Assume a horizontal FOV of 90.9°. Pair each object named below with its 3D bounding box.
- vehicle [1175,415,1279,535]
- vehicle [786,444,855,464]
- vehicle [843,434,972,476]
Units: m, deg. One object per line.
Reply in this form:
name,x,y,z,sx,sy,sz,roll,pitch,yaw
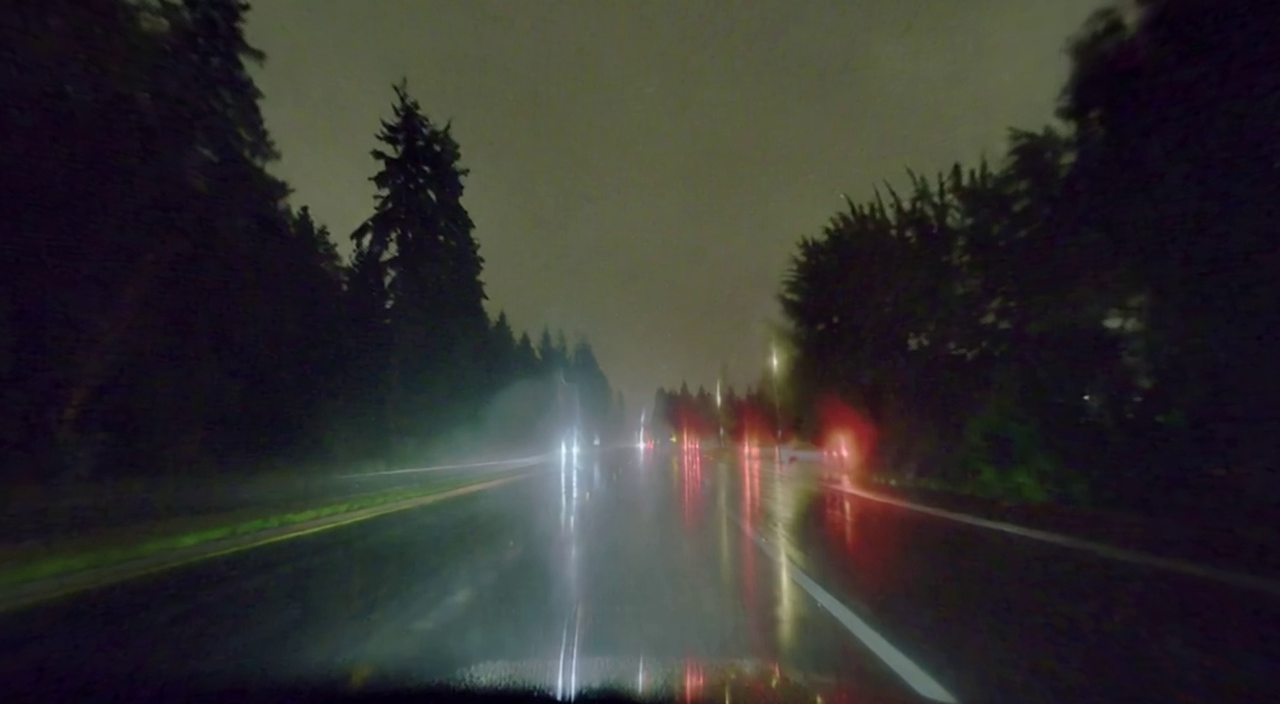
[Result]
vehicle,10.844,1.692,8.709,4.766,1.557,2.168,0,-9,4
vehicle,13.162,7.448,46.221,4.438,1.444,1.900,0,-8,-1
vehicle,11.203,4.346,26.656,4.493,1.705,2.034,0,-8,0
